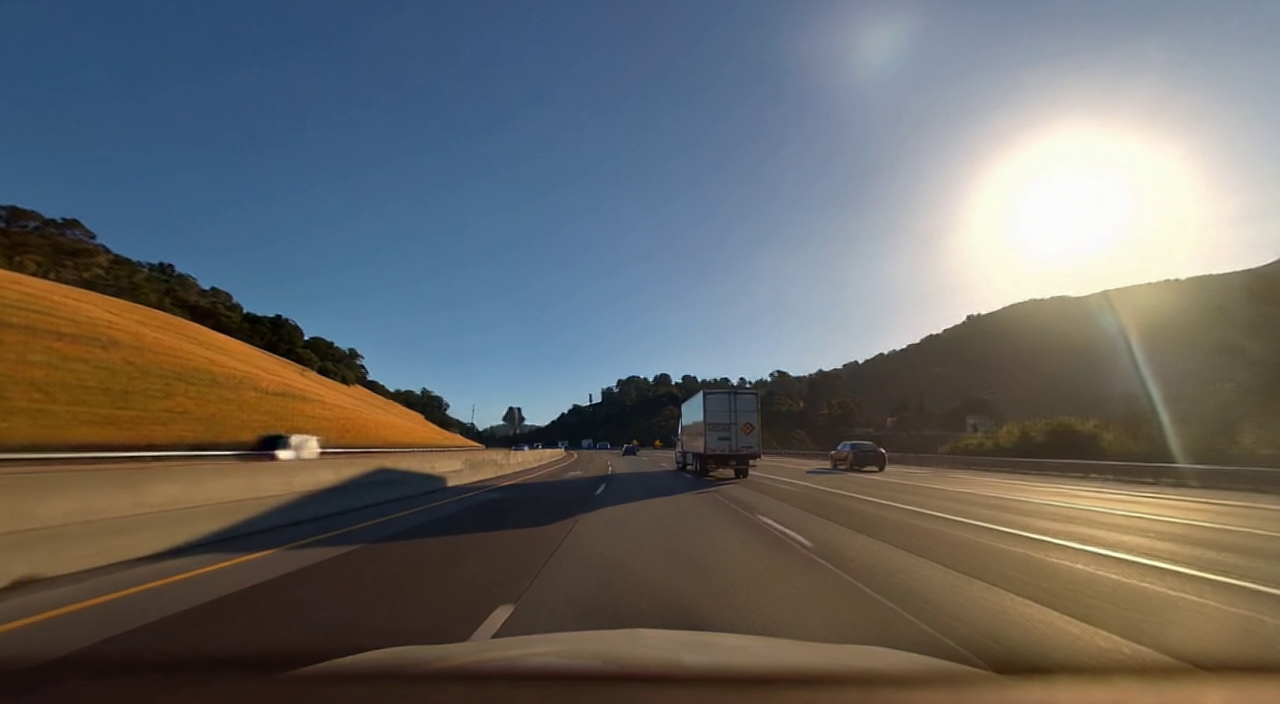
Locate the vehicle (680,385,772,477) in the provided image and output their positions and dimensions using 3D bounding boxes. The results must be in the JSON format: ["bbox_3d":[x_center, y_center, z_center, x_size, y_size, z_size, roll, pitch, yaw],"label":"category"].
[{"bbox_3d":[4.025,4.191,32.549,3.049,3.968,10.706,0,-9,-1],"label":"vehicle"}]

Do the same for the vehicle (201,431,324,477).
[{"bbox_3d":[-18.486,5.058,31.313,2.370,2.038,5.969,0,-9,0],"label":"vehicle"}]

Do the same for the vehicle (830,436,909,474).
[{"bbox_3d":[11.322,5.120,31.498,2.046,1.741,4.769,0,-9,-1],"label":"vehicle"}]
